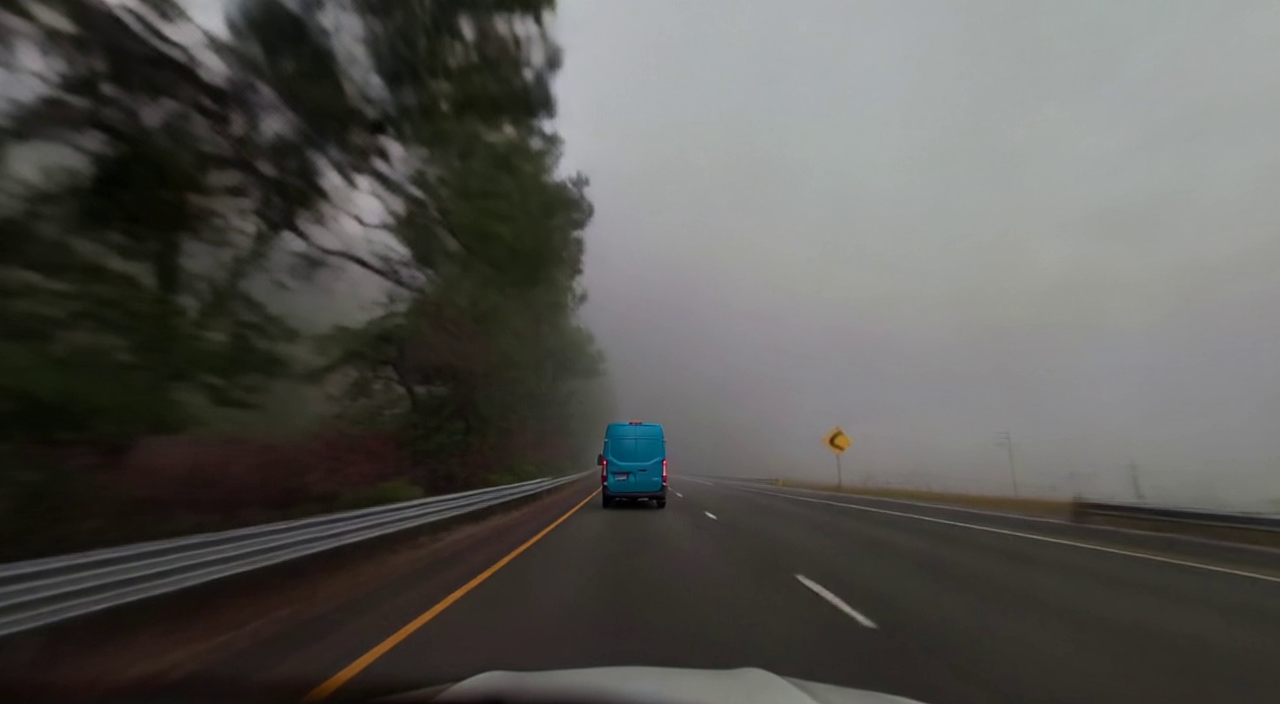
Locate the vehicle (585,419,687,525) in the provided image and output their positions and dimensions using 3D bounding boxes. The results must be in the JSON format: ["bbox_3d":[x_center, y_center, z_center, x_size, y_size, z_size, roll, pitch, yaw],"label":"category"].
[{"bbox_3d":[-0.186,3.384,17.960,2.375,2.432,6.161,1,-10,-2],"label":"vehicle"}]
